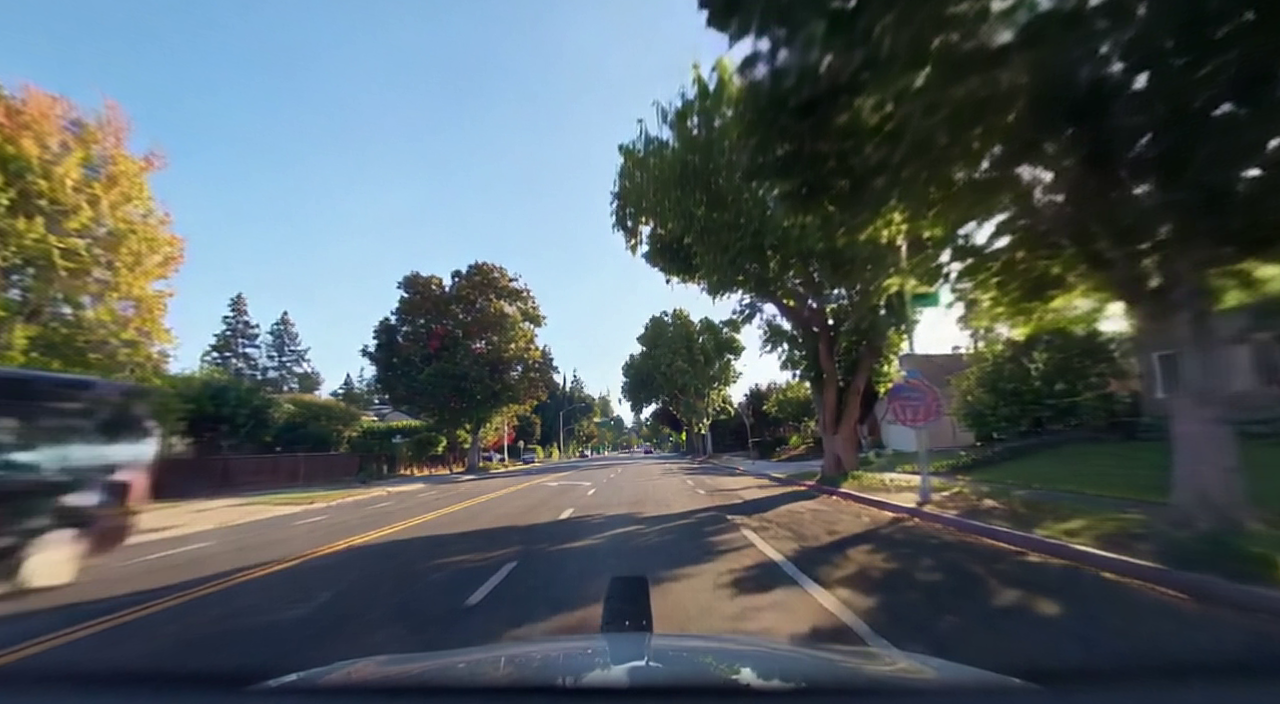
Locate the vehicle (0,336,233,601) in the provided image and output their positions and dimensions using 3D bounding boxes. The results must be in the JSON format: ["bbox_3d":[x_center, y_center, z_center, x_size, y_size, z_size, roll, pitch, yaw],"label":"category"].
[{"bbox_3d":[-9.052,1.378,7.451,2.757,3.141,8.316,0,-8,1],"label":"vehicle"}]
